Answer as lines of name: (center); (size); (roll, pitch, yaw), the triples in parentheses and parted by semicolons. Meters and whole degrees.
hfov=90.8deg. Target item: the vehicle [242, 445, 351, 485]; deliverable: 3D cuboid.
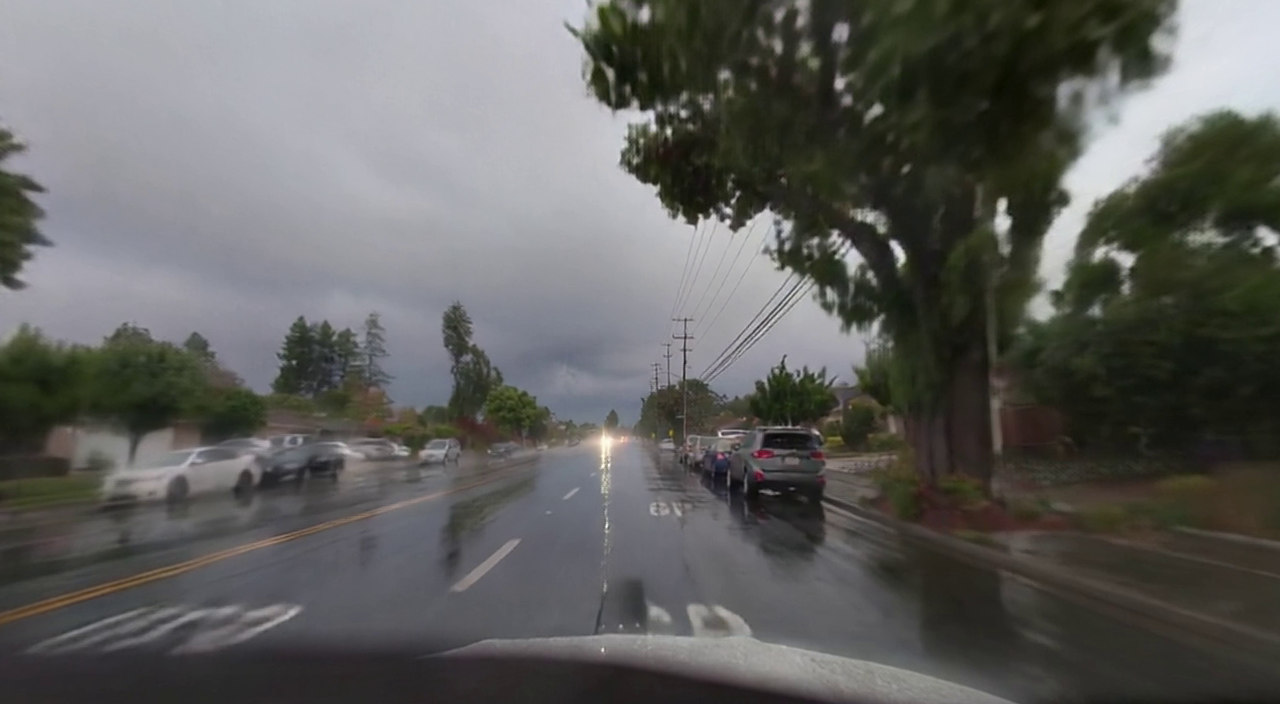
vehicle: (-13.927, 4.578, 25.983); (1.887, 1.490, 4.656); (0, -9, 0)

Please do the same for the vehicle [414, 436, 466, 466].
vehicle: (-13.786, 6.809, 43.808); (2.137, 1.852, 4.541); (-2, -8, 0)

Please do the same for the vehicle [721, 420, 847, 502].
vehicle: (3.414, 2.701, 15.987); (2.045, 1.746, 4.564); (0, -9, -1)

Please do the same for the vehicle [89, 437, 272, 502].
vehicle: (-13.970, 3.585, 19.713); (1.913, 1.745, 4.992); (0, -9, 1)
